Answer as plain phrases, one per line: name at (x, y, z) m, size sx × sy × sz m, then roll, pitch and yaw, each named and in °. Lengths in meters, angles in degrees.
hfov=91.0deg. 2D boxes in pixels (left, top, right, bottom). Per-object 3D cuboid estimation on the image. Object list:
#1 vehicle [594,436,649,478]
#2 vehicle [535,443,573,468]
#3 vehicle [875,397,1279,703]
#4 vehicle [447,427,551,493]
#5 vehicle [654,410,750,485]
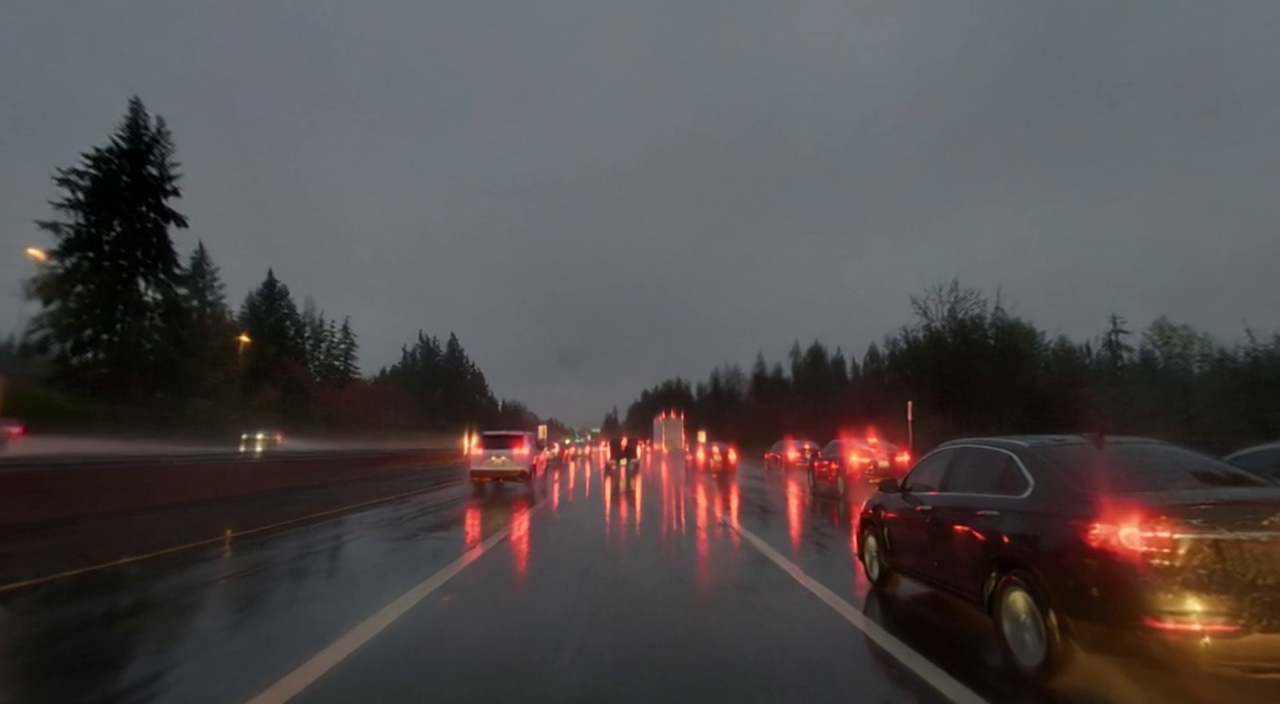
vehicle at (-0.793, 4.597, 27.860) m, size 2.235 × 1.682 × 4.094 m, roll 0°, pitch -9°, yaw -1°
vehicle at (-5.306, 6.420, 39.287) m, size 1.907 × 1.484 × 3.954 m, roll 1°, pitch -9°, yaw -1°
vehicle at (3.092, 1.100, 3.286) m, size 2.031 × 1.504 × 4.327 m, roll 0°, pitch -9°, yaw 0°
vehicle at (-4.176, 3.298, 19.550) m, size 2.176 × 1.783 × 4.799 m, roll 0°, pitch -9°, yaw -1°
vehicle at (2.870, 5.129, 34.124) m, size 3.426 × 3.279 × 12.313 m, roll 1°, pitch -8°, yaw -3°
